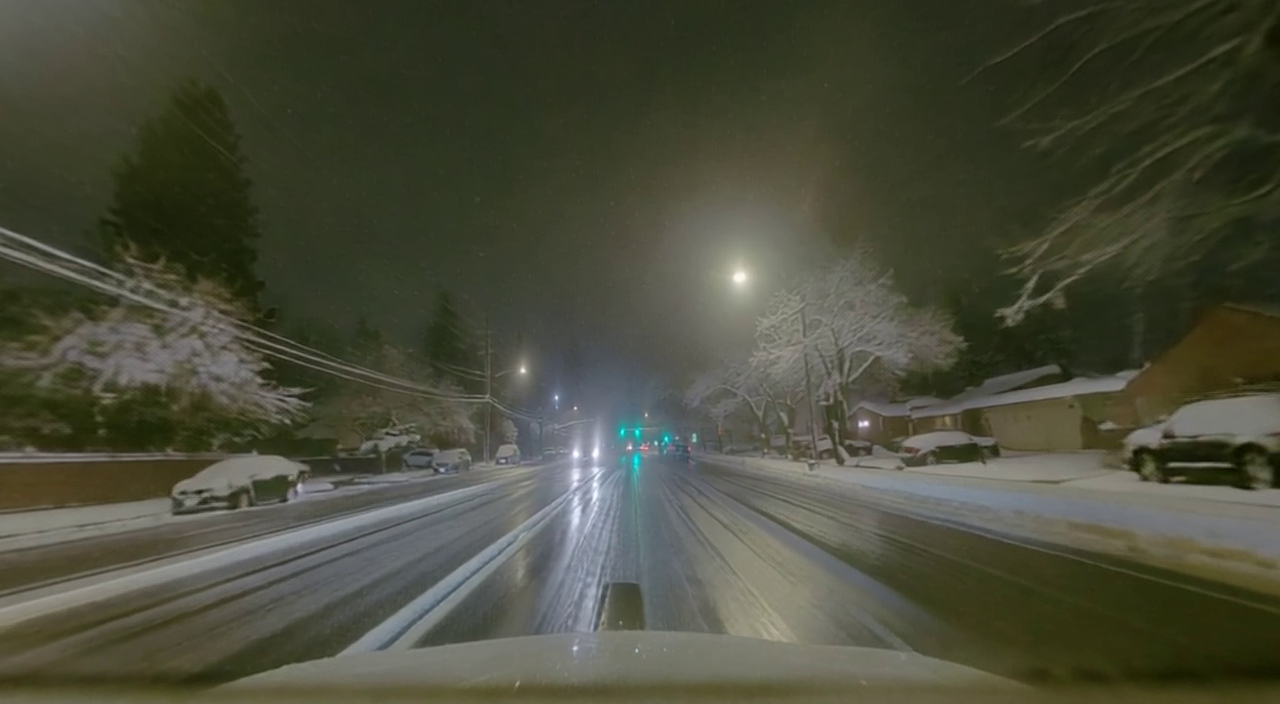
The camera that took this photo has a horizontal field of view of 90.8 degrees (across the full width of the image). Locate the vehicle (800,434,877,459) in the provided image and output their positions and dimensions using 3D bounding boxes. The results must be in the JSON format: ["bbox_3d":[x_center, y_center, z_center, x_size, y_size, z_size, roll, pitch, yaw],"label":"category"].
[{"bbox_3d":[12.428,5.958,39.740,4.183,1.516,1.884,-1,-8,3],"label":"vehicle"}]

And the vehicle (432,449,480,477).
[{"bbox_3d":[-12.048,7.270,41.667,1.822,1.699,4.791,0,-8,-1],"label":"vehicle"}]

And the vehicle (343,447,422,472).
[{"bbox_3d":[-18.992,7.922,46.741,4.837,1.808,2.176,0,-8,-1],"label":"vehicle"}]

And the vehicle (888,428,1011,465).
[{"bbox_3d":[12.994,3.990,26.720,4.237,1.476,1.743,0,-8,0],"label":"vehicle"}]

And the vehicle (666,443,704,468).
[{"bbox_3d":[2.847,6.669,40.899,1.983,1.557,4.078,0,-8,-2],"label":"vehicle"}]

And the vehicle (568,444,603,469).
[{"bbox_3d":[-3.858,7.402,45.041,2.076,1.688,4.284,0,-8,1],"label":"vehicle"}]

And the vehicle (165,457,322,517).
[{"bbox_3d":[-11.466,3.891,18.697,1.851,1.459,4.295,0,-8,0],"label":"vehicle"}]

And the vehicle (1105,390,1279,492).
[{"bbox_3d":[12.073,1.798,12.674,2.044,1.716,4.637,-1,-8,2],"label":"vehicle"}]
